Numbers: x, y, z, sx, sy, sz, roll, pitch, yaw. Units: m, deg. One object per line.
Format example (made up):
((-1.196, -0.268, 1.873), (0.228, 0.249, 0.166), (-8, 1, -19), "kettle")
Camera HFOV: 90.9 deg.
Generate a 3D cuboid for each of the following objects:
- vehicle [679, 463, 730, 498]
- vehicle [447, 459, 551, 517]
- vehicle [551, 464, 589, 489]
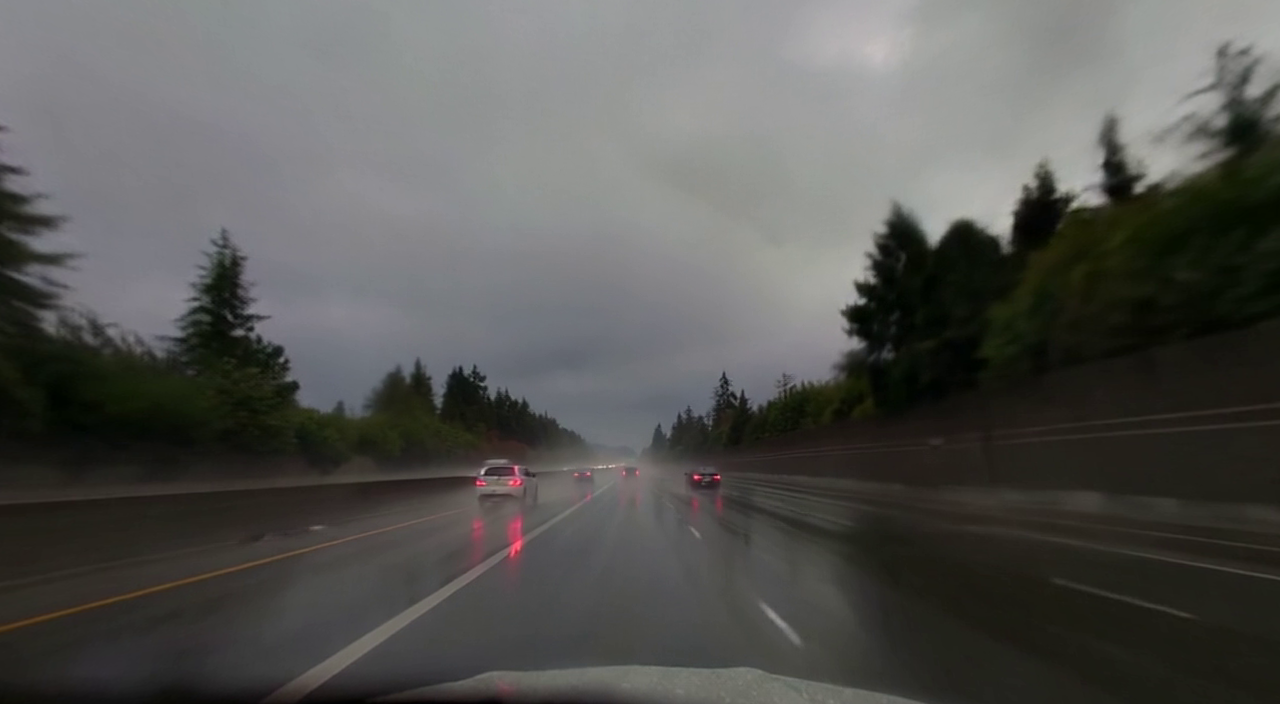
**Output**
((3.085, 6.255, 30.855), (1.981, 1.516, 4.109), (1, -10, -1), "vehicle")
((-4.059, 4.037, 19.040), (2.004, 1.468, 4.812), (1, -11, 0), "vehicle")
((-4.487, 8.066, 40.990), (2.000, 1.484, 3.995), (1, -11, 0), "vehicle")
